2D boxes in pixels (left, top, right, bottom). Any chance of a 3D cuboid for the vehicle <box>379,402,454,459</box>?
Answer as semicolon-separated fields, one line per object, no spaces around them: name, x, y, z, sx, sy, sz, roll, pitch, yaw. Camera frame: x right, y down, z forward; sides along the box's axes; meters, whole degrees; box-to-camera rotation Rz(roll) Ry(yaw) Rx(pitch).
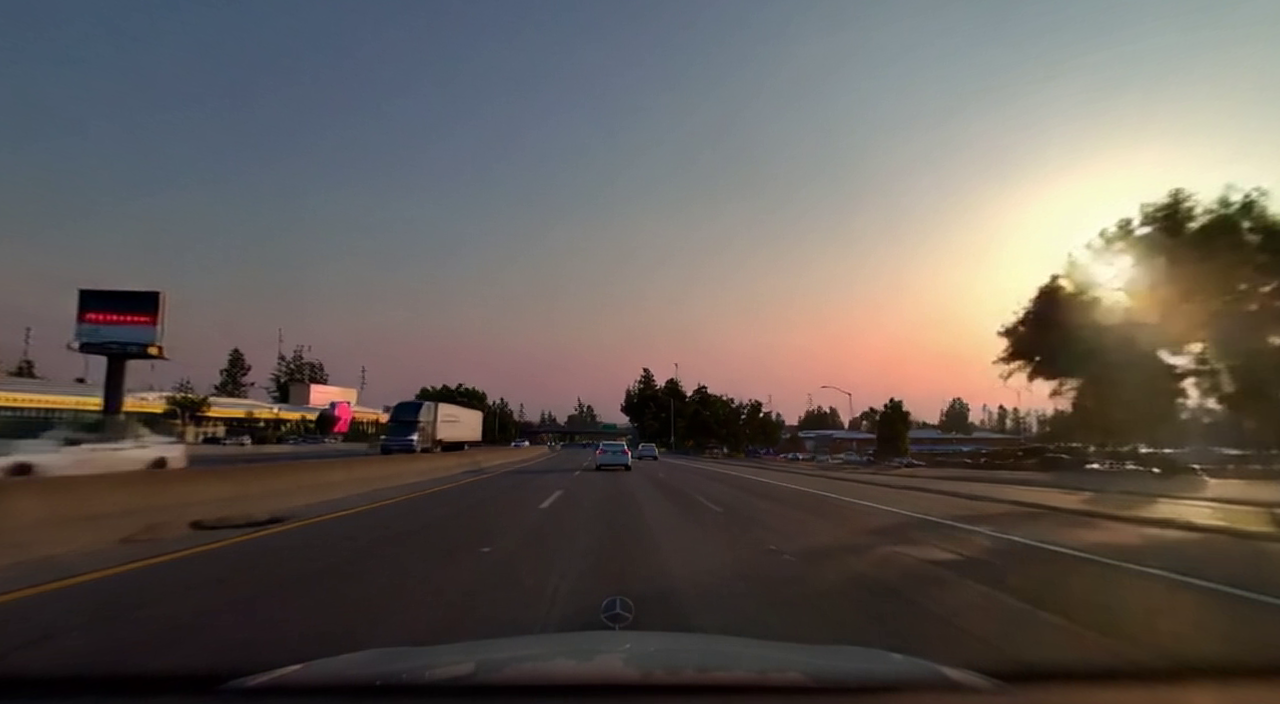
vehicle;-17.036;6.162;48.854;3.062;4.003;8.152;1;-9;-2

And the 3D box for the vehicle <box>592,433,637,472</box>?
vehicle;-1.363;5.262;33.095;2.155;1.856;4.796;1;-9;-3

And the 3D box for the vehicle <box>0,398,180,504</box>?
vehicle;-11.424;1.832;11.783;2.089;1.685;4.849;0;-9;-1
